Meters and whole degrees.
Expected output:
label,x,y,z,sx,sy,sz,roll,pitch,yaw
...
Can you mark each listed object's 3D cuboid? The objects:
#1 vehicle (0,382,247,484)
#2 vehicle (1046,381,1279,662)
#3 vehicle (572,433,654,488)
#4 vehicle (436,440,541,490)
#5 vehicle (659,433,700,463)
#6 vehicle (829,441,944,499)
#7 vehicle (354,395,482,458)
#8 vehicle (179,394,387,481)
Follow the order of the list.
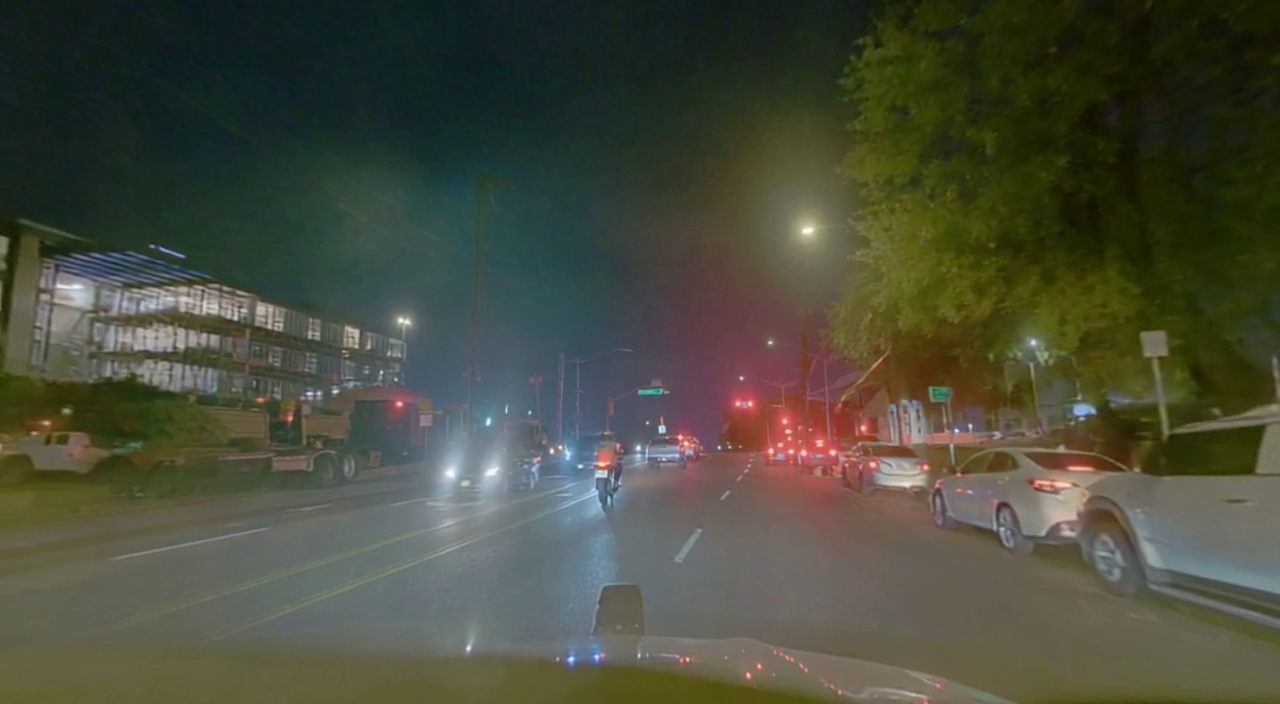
label,x,y,z,sx,sy,sz,roll,pitch,yaw
vehicle,-20.802,3.331,25.969,3.283,3.441,8.669,-1,-8,4
vehicle,5.382,1.109,4.117,2.387,1.820,5.286,-1,-8,6
vehicle,-0.766,3.530,20.852,1.925,1.602,4.090,-1,-8,8
vehicle,-5.025,3.816,21.709,2.105,1.509,4.753,-1,-8,4
vehicle,2.799,6.635,43.630,2.295,1.929,5.498,-1,-8,9
vehicle,6.981,3.352,18.430,1.973,1.457,4.522,-1,-8,6
vehicle,-13.133,4.718,38.714,2.996,3.170,10.153,-5,-9,8
vehicle,-14.776,3.754,27.478,2.990,3.144,9.080,-1,-8,6
